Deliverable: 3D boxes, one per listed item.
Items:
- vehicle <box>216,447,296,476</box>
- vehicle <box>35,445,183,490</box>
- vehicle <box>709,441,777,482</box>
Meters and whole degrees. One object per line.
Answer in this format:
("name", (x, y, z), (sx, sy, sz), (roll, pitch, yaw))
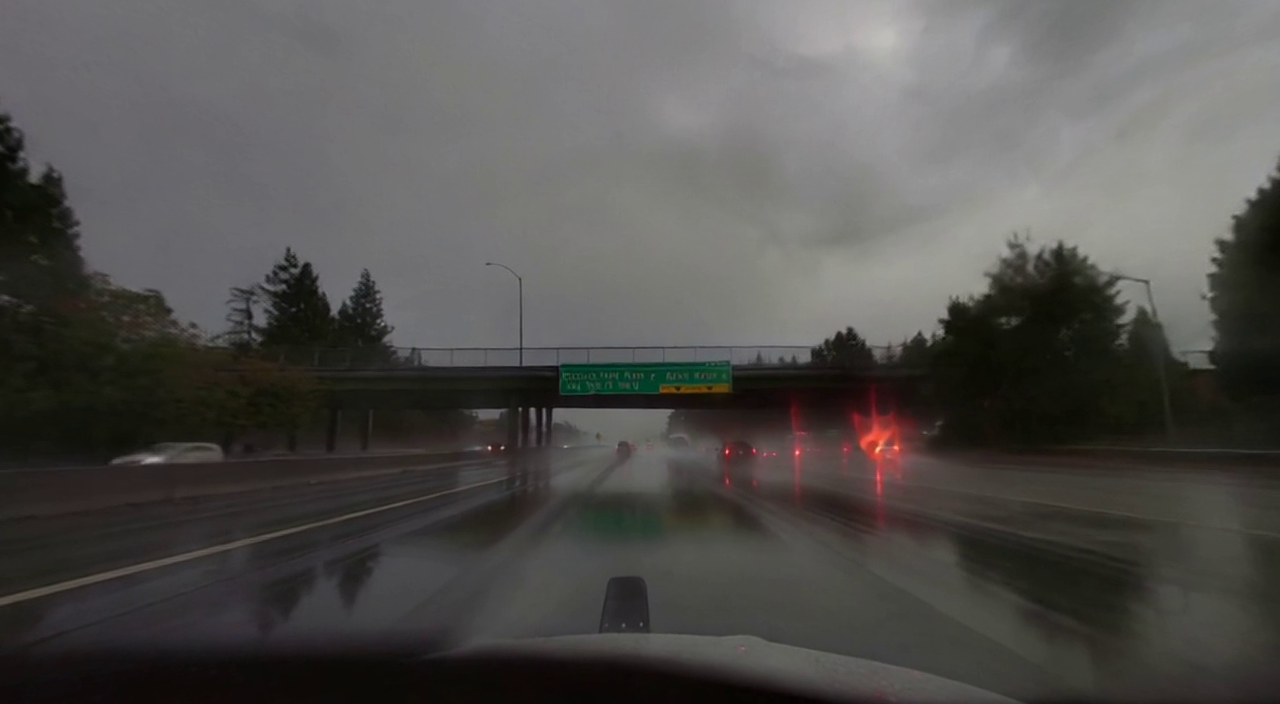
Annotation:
("vehicle", (-24.998, 7.116, 41.301), (2.025, 1.774, 4.951), (0, -8, 0))
("vehicle", (-21.788, 4.717, 26.213), (2.032, 1.636, 4.720), (0, -8, 0))
("vehicle", (4.013, 4.320, 25.302), (1.908, 1.483, 4.259), (0, -8, -1))
